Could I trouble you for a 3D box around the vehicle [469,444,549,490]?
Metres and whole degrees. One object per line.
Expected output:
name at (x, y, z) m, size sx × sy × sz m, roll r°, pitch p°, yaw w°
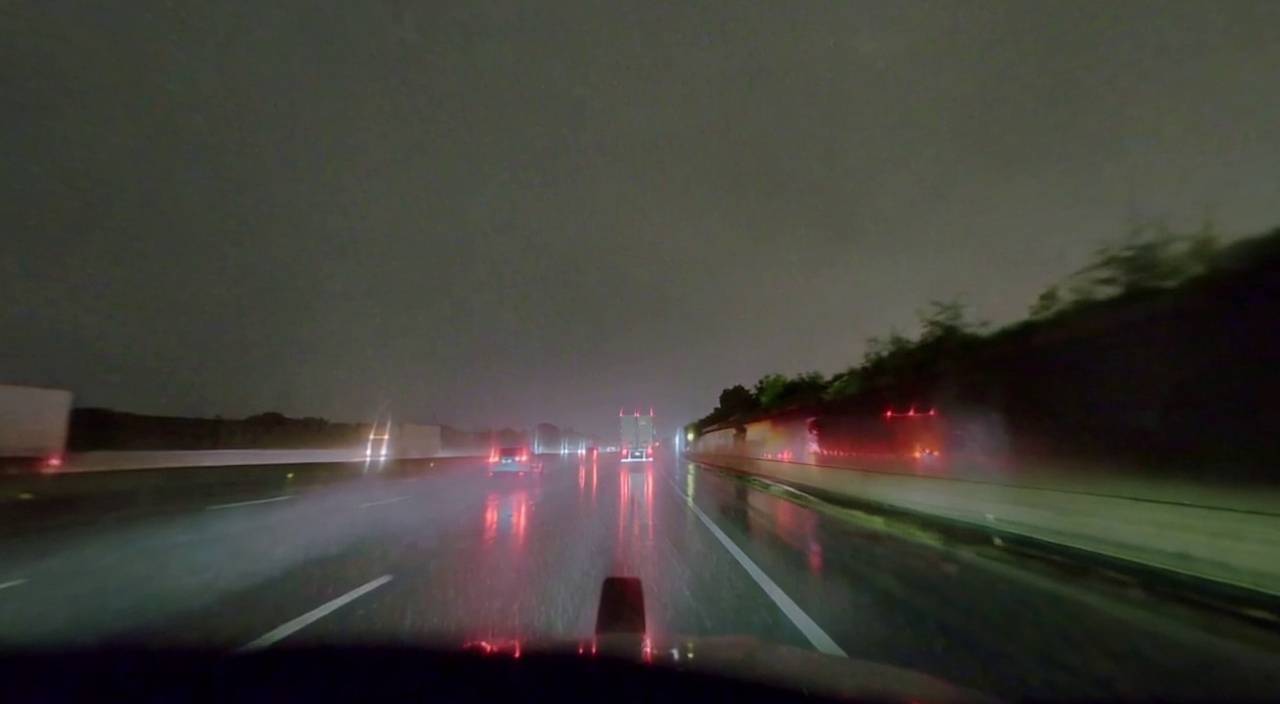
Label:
vehicle at (-4.658, 4.153, 23.061) m, size 2.024 × 1.515 × 3.907 m, roll 0°, pitch -9°, yaw 1°
